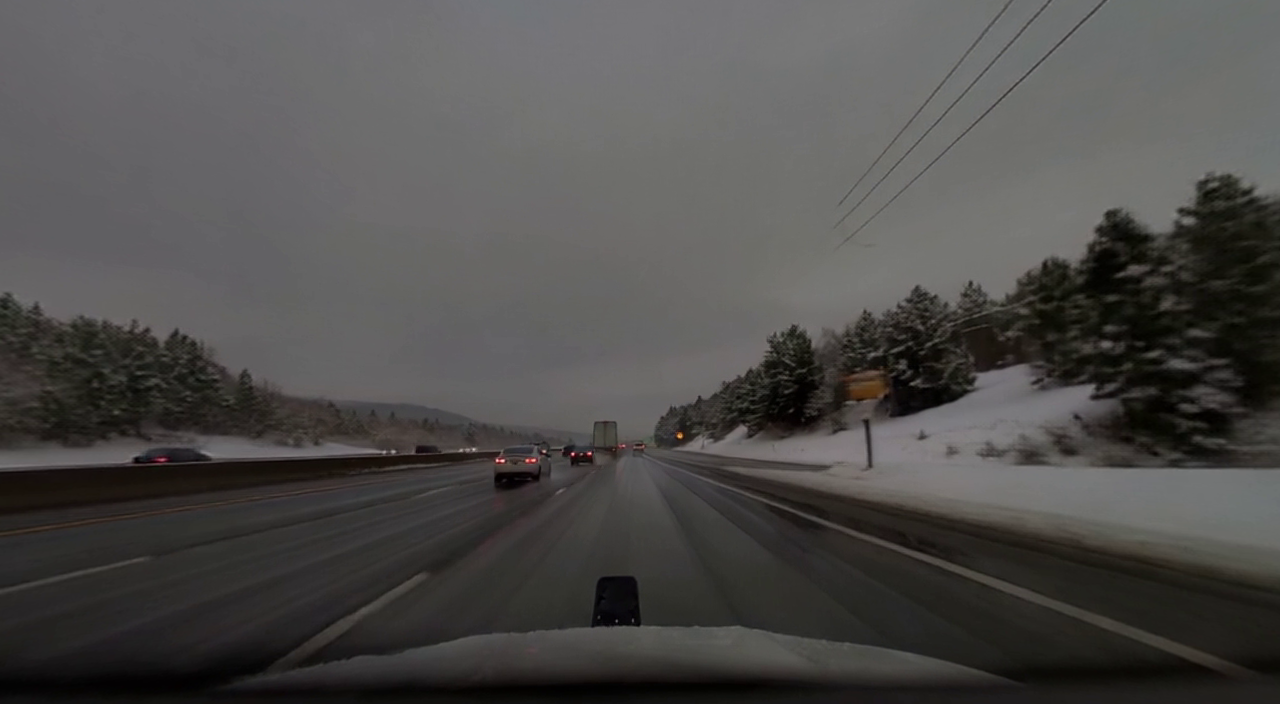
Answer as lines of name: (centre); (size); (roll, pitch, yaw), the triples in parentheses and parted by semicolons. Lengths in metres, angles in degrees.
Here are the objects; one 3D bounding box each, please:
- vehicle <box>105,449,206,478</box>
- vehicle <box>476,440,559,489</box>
vehicle: (-26.102, 6.000, 34.276); (1.841, 1.449, 4.570); (0, -9, 0)
vehicle: (-4.143, 3.868, 22.093); (1.963, 1.533, 4.477); (0, -9, 0)
